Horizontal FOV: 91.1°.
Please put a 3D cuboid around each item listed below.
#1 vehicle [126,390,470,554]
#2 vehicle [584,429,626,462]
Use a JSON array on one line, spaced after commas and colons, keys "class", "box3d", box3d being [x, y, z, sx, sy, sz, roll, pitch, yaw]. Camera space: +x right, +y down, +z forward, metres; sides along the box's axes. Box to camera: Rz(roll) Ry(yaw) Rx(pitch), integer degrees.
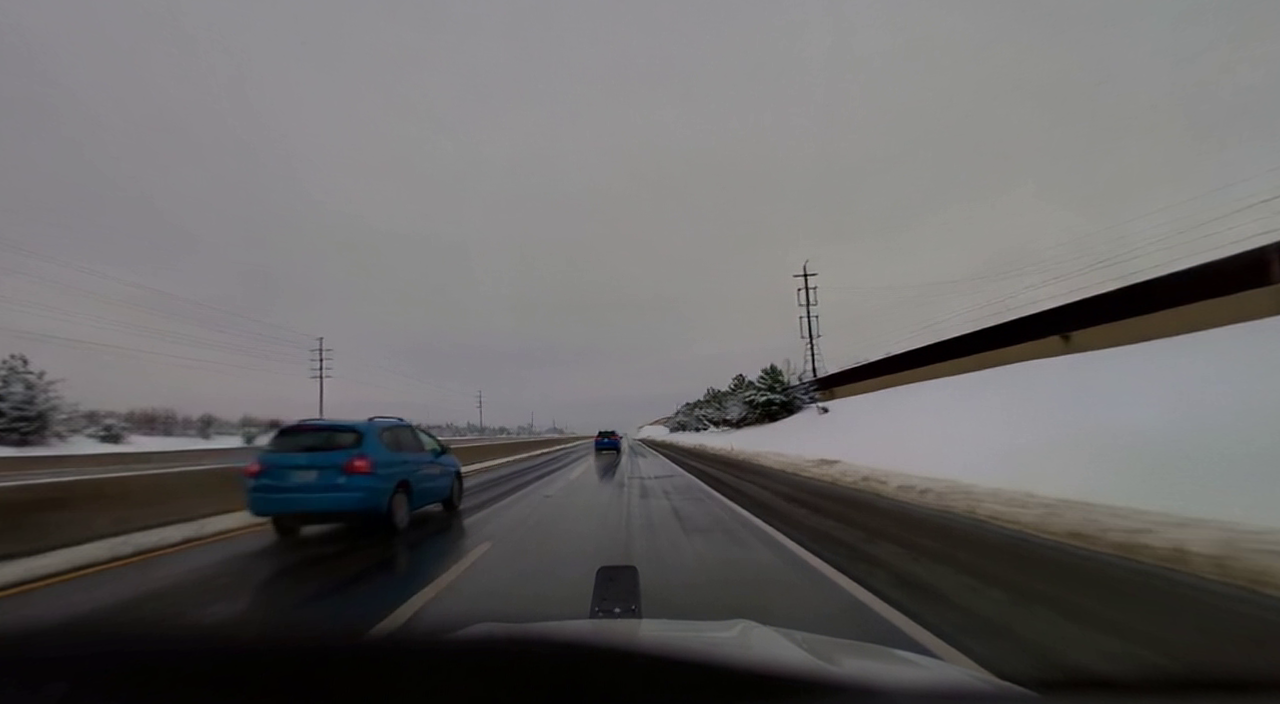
[{"class": "vehicle", "box3d": [-4.293, 1.611, 9.253, 2.189, 1.704, 5.205, 0, -8, -1]}, {"class": "vehicle", "box3d": [-1.698, 4.665, 31.574, 1.999, 1.536, 3.969, 0, -8, -1]}]
